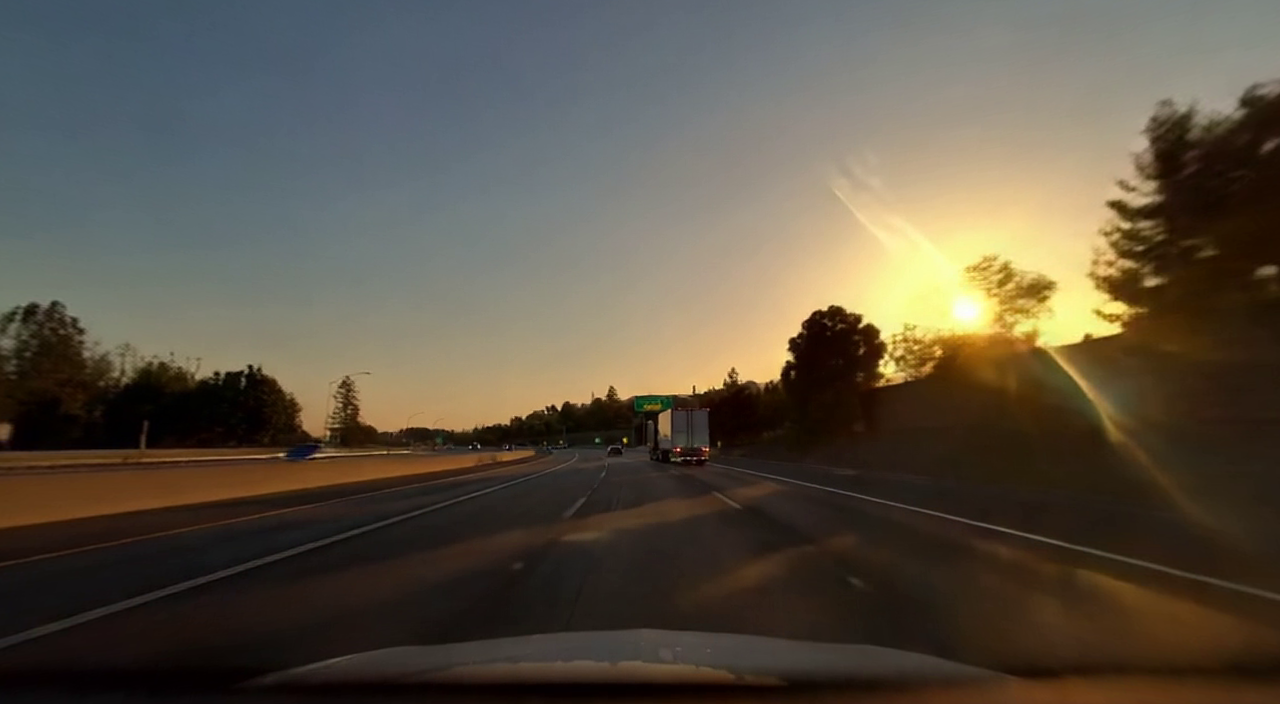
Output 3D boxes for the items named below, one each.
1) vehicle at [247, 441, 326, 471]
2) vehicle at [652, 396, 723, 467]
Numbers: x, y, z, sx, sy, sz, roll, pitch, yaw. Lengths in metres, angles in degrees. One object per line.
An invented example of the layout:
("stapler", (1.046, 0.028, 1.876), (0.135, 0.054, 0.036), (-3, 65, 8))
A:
("vehicle", (-22.060, 6.461, 39.628), (2.226, 1.750, 4.865), (0, -8, -2))
("vehicle", (2.997, 5.997, 46.624), (2.932, 4.205, 18.253), (0, -8, -3))
